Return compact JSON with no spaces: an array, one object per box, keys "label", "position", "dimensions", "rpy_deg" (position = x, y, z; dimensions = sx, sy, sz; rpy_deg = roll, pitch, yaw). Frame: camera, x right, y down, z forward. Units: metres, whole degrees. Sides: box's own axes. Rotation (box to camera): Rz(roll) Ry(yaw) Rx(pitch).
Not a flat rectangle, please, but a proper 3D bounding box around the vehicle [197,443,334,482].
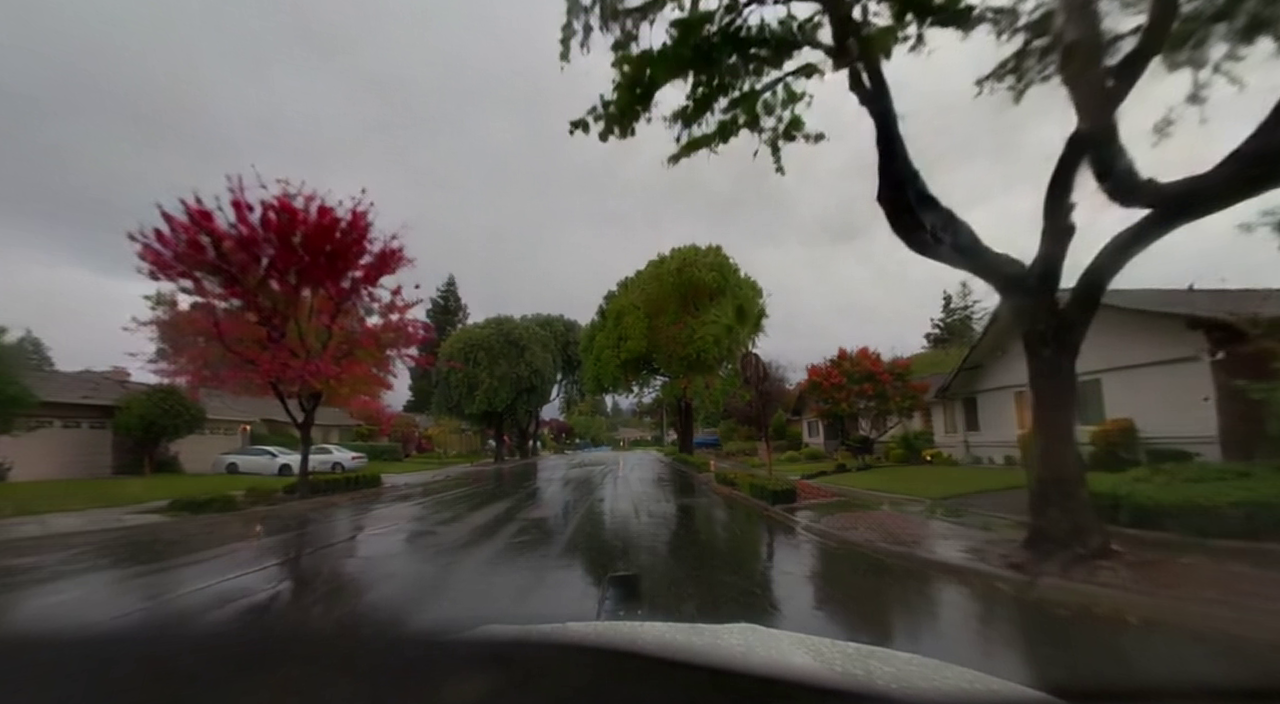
[{"label":"vehicle","position":[-15.491,4.585,26.346],"dimensions":[4.358,1.516,2.077],"rpy_deg":[0,-8,-3]}]
